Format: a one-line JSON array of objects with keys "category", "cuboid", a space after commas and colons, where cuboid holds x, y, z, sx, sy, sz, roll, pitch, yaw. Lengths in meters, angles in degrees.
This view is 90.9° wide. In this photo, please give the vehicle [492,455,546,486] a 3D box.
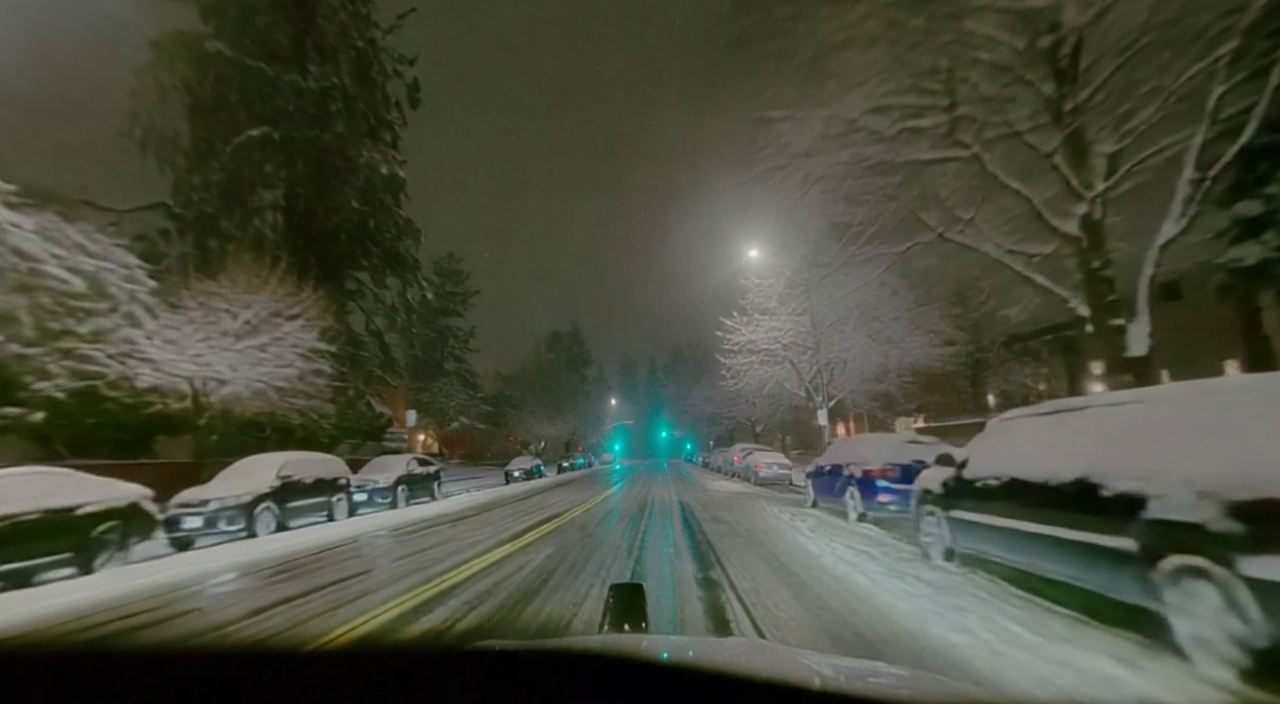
[{"category": "vehicle", "cuboid": [-6.524, 6.407, 34.443, 1.903, 1.463, 4.526, -1, -8, 2]}]

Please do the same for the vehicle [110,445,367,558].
[{"category": "vehicle", "cuboid": [-7.426, 2.739, 12.407, 1.973, 1.755, 4.528, -1, -8, 1]}]

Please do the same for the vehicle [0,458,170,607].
[{"category": "vehicle", "cuboid": [-7.591, 1.907, 6.509, 1.948, 1.477, 4.518, -2, -9, 1]}]

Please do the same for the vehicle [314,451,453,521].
[{"category": "vehicle", "cuboid": [-7.204, 3.761, 18.325, 1.996, 1.628, 4.603, -1, -8, 2]}]

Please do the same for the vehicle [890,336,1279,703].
[{"category": "vehicle", "cuboid": [4.416, 1.178, 4.962, 2.434, 1.948, 6.400, 0, -8, 2]}]

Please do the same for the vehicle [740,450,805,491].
[{"category": "vehicle", "cuboid": [5.177, 4.656, 25.142, 1.704, 1.445, 4.492, 0, -8, 1]}]

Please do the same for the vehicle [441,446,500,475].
[{"category": "vehicle", "cuboid": [-12.303, 7.857, 45.794, 3.513, 1.829, 1.976, -1, -7, 12]}]
